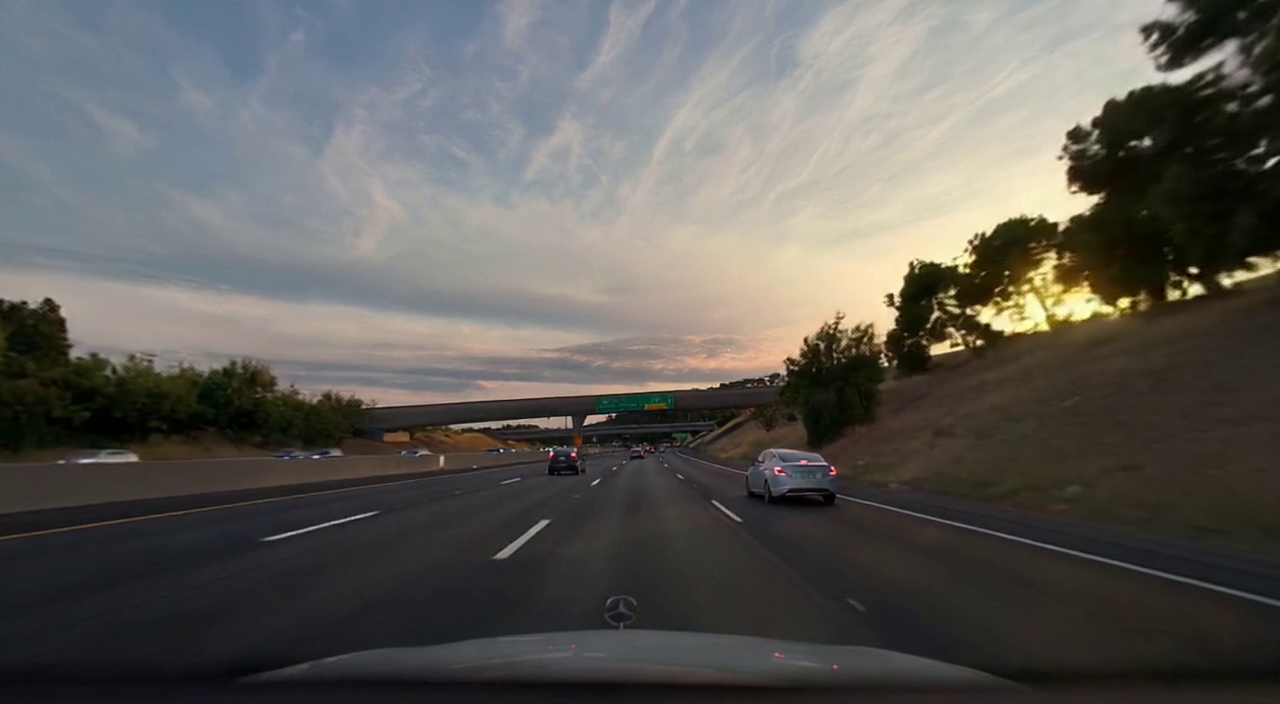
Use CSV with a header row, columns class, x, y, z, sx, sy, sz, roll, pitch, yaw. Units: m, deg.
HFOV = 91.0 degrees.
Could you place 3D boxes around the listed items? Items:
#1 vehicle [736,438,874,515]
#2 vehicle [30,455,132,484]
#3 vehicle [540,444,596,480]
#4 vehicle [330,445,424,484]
class,x,y,z,sx,sy,sz,roll,pitch,yaw
vehicle,3.702,2.874,15.034,2.079,1.535,4.316,0,-9,0
vehicle,-32.337,6.780,36.626,1.818,1.503,4.333,0,-9,2
vehicle,-3.317,5.157,29.818,2.072,1.545,4.687,0,-9,0
vehicle,-11.208,4.799,27.249,1.919,1.497,4.765,0,-9,1
